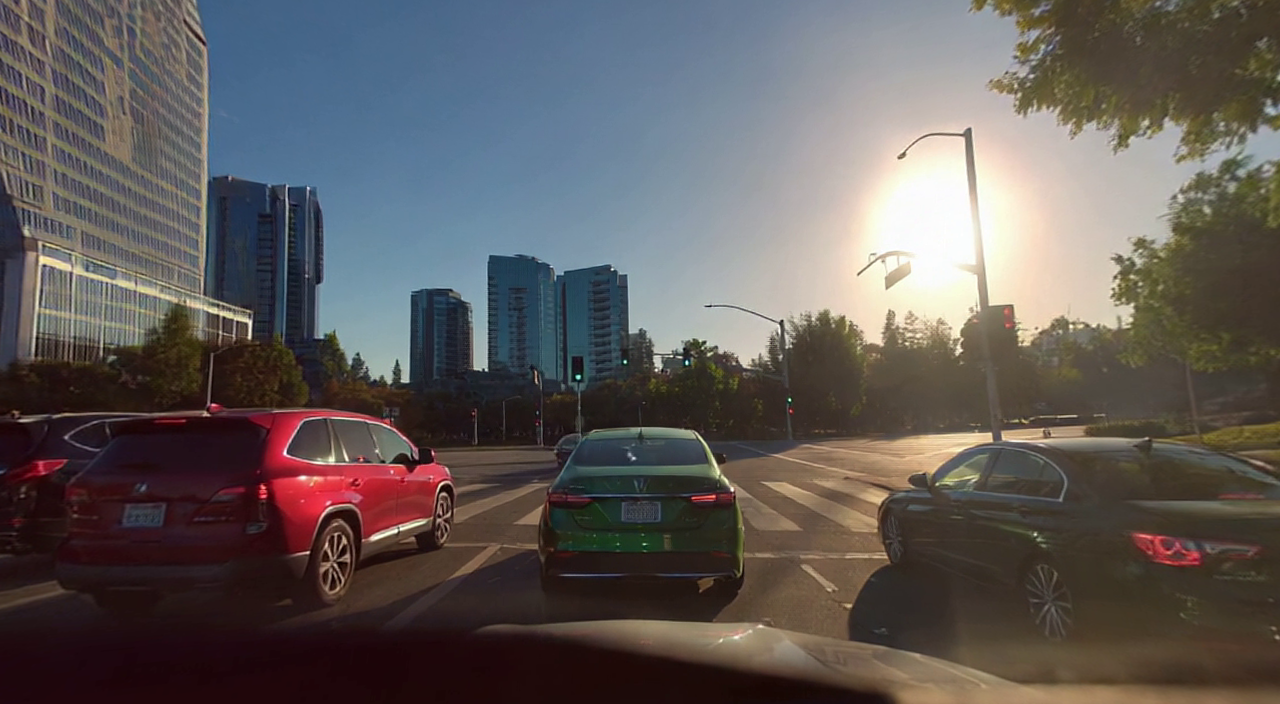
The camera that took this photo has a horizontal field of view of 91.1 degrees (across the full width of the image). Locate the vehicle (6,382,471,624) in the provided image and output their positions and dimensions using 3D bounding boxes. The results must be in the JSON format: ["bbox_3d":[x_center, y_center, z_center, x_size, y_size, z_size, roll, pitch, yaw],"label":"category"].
[{"bbox_3d":[-3.558,1.421,6.858,2.014,1.755,4.360,0,-8,3],"label":"vehicle"}]

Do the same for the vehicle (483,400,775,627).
[{"bbox_3d":[-0.053,1.401,6.300,2.047,1.579,3.642,0,-8,1],"label":"vehicle"}]

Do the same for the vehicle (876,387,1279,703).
[{"bbox_3d":[3.578,1.201,4.594,2.010,1.486,4.498,0,-8,1],"label":"vehicle"}]
